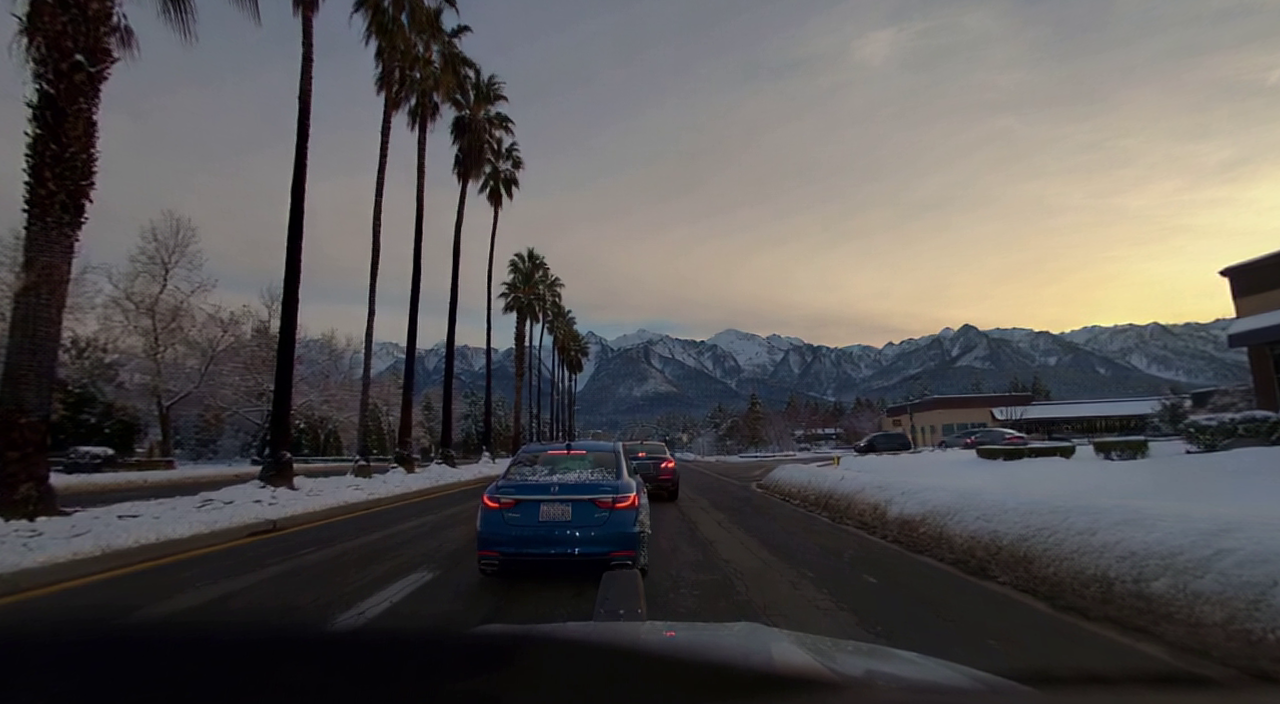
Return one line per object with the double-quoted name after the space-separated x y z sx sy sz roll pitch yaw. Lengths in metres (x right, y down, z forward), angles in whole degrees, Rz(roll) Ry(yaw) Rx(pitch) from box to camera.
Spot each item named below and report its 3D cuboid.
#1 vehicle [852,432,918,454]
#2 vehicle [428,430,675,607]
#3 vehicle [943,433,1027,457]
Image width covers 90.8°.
19.262 7.202 49.785 1.925 1.652 4.490 6 -10 -34 "vehicle"
-0.811 1.687 7.325 2.067 1.459 3.886 0 -8 -2 "vehicle"
22.861 6.155 41.904 4.640 1.526 1.961 2 -9 -12 "vehicle"
